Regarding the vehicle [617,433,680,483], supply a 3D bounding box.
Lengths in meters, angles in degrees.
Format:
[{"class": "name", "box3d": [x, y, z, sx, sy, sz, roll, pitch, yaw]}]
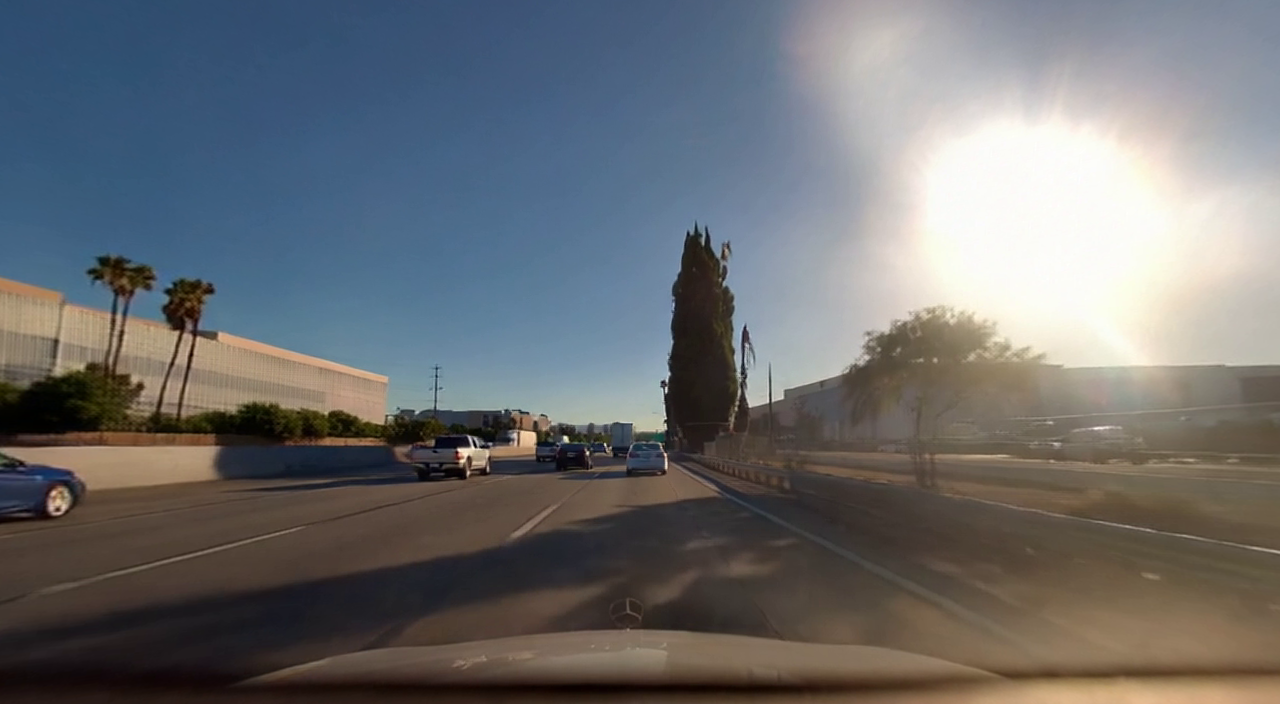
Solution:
[{"class": "vehicle", "box3d": [0.293, 3.881, 23.429, 2.136, 1.678, 4.052, 0, -8, 0]}]

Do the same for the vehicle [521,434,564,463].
[{"class": "vehicle", "box3d": [-6.842, 6.822, 44.681, 2.085, 1.932, 4.967, -1, -8, 2]}]

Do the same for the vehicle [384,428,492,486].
[{"class": "vehicle", "box3d": [-6.874, 3.622, 22.084, 2.105, 1.790, 4.689, 0, -8, 2]}]

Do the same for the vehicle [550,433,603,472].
[{"class": "vehicle", "box3d": [-3.154, 5.103, 32.177, 2.108, 1.832, 4.549, 0, -8, 1]}]
